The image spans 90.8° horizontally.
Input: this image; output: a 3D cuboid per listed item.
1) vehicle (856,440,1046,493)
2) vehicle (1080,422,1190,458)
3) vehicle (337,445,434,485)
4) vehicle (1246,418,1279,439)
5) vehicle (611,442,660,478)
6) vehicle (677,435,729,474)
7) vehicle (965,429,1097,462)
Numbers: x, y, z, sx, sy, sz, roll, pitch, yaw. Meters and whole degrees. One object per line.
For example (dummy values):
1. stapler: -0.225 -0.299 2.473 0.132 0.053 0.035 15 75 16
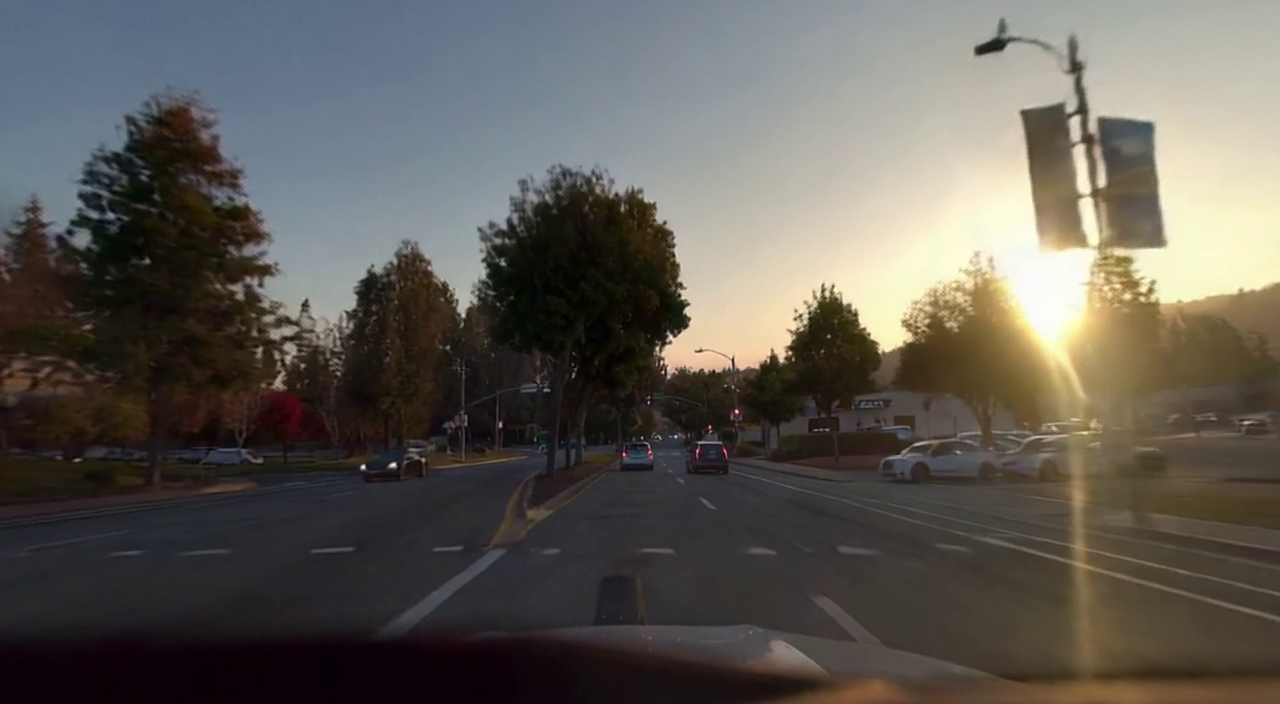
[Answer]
1. vehicle: 9.232 3.438 19.149 4.662 1.495 1.998 -1 -8 5
2. vehicle: 23.900 4.289 30.730 1.956 1.626 4.151 1 -8 -1
3. vehicle: -10.081 4.485 25.487 2.033 1.439 4.567 0 -8 0
4. vehicle: 46.465 5.679 46.406 1.796 1.439 4.254 -5 -10 31
5. vehicle: -0.171 4.520 26.693 1.917 1.418 3.987 0 -8 0
6. vehicle: 3.006 5.003 30.979 2.046 1.768 4.370 0 -8 -1
7. vehicle: 18.135 4.374 29.485 4.793 1.470 1.961 0 -8 1
